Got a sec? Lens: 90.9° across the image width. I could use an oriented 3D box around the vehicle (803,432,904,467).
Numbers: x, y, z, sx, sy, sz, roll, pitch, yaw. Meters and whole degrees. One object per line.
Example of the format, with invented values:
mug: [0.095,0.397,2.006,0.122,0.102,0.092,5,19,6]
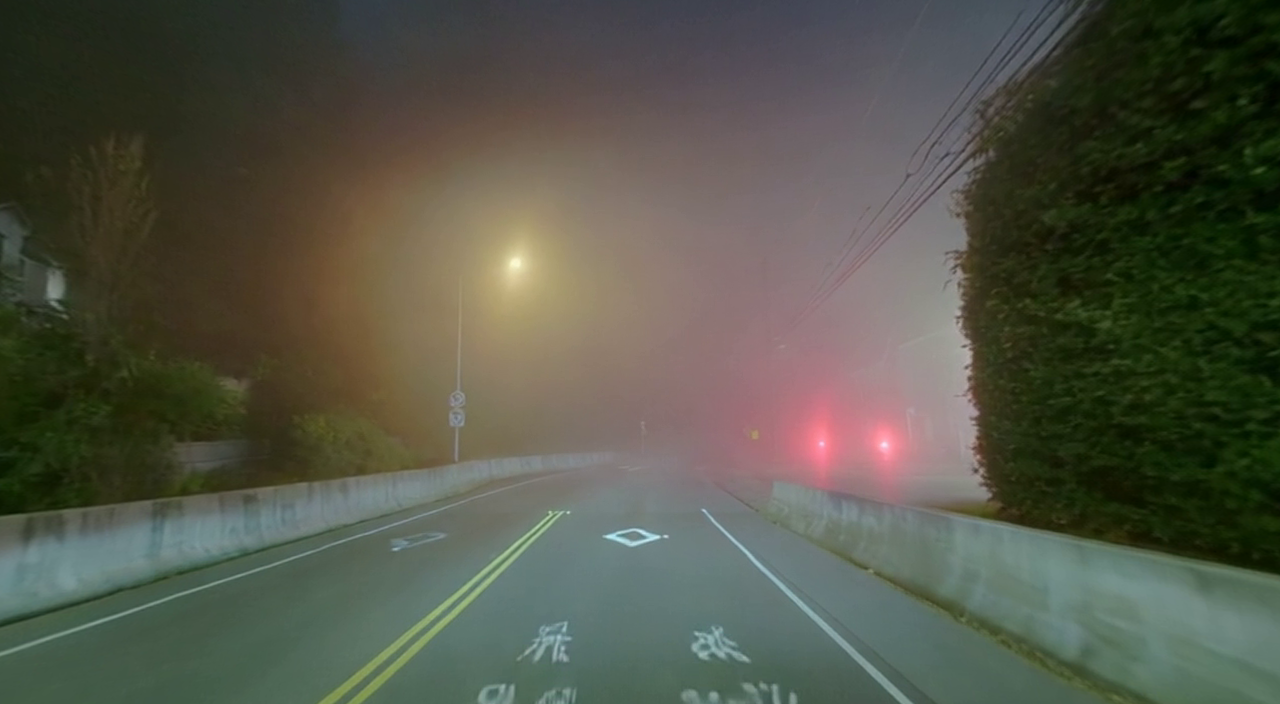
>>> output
vehicle: [11.007,5.055,32.764,4.614,1.764,1.860,-1,-8,5]
